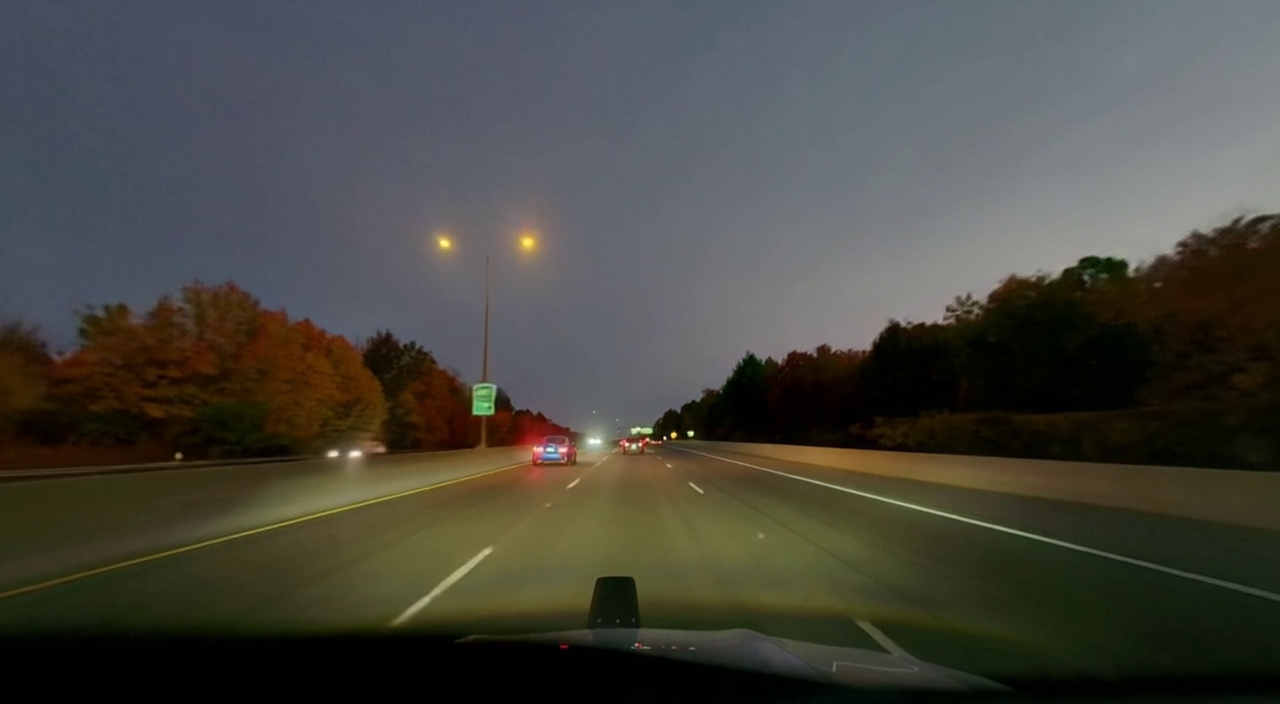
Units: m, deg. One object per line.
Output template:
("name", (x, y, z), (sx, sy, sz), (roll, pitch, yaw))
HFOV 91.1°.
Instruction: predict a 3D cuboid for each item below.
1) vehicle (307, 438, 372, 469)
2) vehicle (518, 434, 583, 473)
("vehicle", (-20.810, 6.991, 43.735), (2.084, 1.999, 4.958), (0, -8, 0))
("vehicle", (-3.677, 4.249, 26.698), (2.103, 1.507, 4.367), (0, -8, 0))
